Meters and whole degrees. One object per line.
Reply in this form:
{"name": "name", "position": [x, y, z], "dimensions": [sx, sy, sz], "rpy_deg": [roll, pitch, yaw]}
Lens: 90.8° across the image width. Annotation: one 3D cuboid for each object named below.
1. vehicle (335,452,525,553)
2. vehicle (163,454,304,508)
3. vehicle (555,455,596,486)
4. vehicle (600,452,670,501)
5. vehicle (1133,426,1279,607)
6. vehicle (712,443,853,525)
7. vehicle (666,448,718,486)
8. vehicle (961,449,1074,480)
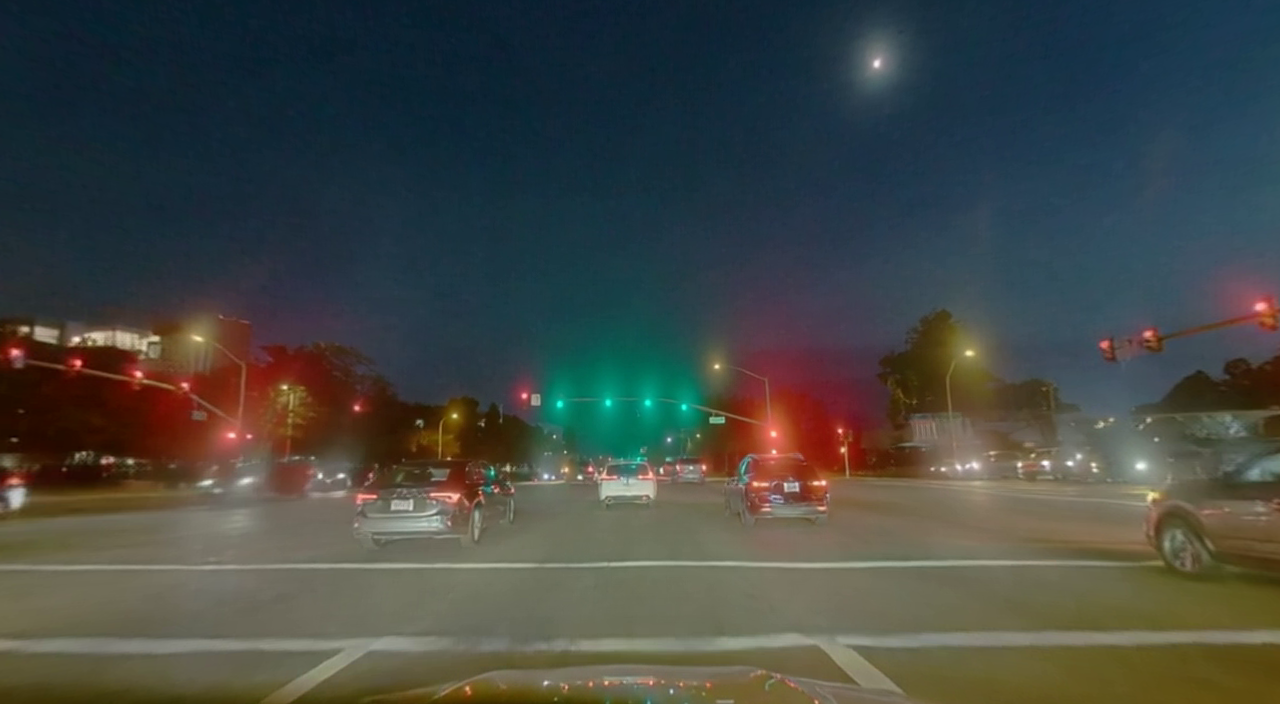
{"name": "vehicle", "position": [-3.574, 2.632, 11.810], "dimensions": [2.045, 1.463, 4.490], "rpy_deg": [0, -9, 0]}
{"name": "vehicle", "position": [-14.495, 4.575, 22.960], "dimensions": [1.970, 1.708, 4.777], "rpy_deg": [0, -9, -1]}
{"name": "vehicle", "position": [-3.855, 7.182, 38.591], "dimensions": [2.033, 1.714, 4.278], "rpy_deg": [-1, -9, 0]}
{"name": "vehicle", "position": [-0.197, 4.073, 21.077], "dimensions": [2.098, 1.461, 3.958], "rpy_deg": [0, -9, -2]}
{"name": "vehicle", "position": [6.543, 1.281, 4.594], "dimensions": [1.959, 1.553, 4.809], "rpy_deg": [0, -9, -1]}
{"name": "vehicle", "position": [3.062, 2.961, 14.833], "dimensions": [1.996, 1.566, 4.917], "rpy_deg": [0, -9, -2]}
{"name": "vehicle", "position": [2.589, 5.886, 32.620], "dimensions": [2.138, 1.778, 4.422], "rpy_deg": [0, -9, -2]}
{"name": "vehicle", "position": [19.373, 5.768, 32.545], "dimensions": [4.620, 1.446, 1.950], "rpy_deg": [0, -9, -3]}
